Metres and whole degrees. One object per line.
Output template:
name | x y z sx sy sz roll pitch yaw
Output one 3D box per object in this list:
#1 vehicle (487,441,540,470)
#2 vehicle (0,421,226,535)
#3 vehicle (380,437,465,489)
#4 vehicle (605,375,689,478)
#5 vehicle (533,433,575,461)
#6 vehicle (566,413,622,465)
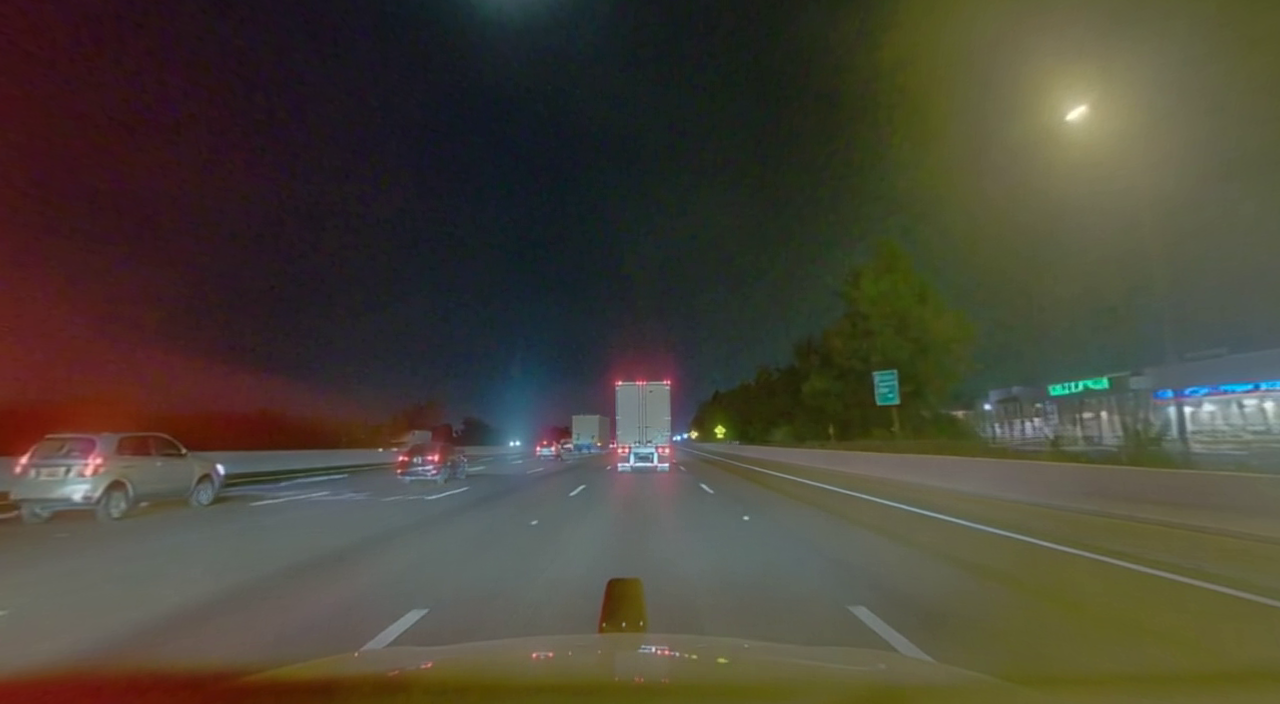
vehicle | -6.770 5.596 34.289 1.933 1.459 4.478 0 -9 1
vehicle | -10.872 2.359 12.427 2.046 1.779 4.752 0 -9 2
vehicle | -7.033 3.598 20.663 1.736 1.580 2.778 0 -9 1
vehicle | 0.166 3.353 27.050 2.941 3.604 9.851 0 -9 -1
vehicle | -6.593 7.396 49.041 2.245 2.074 5.791 0 -9 2
vehicle | -3.233 6.949 49.619 2.816 3.434 16.412 -1 -9 1
